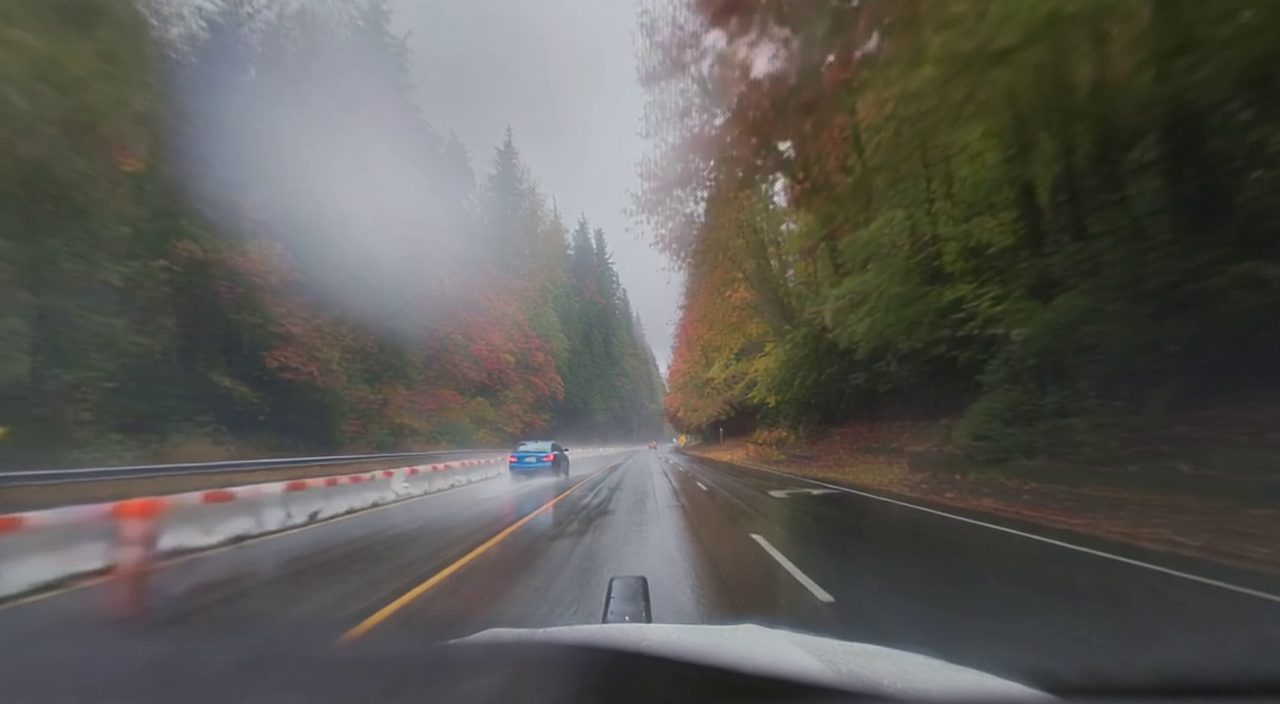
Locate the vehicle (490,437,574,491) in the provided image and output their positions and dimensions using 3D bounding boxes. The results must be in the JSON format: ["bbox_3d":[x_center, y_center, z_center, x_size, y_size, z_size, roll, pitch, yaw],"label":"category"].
[{"bbox_3d":[-3.274,3.466,19.869,1.902,1.505,4.016,0,-8,1],"label":"vehicle"}]
